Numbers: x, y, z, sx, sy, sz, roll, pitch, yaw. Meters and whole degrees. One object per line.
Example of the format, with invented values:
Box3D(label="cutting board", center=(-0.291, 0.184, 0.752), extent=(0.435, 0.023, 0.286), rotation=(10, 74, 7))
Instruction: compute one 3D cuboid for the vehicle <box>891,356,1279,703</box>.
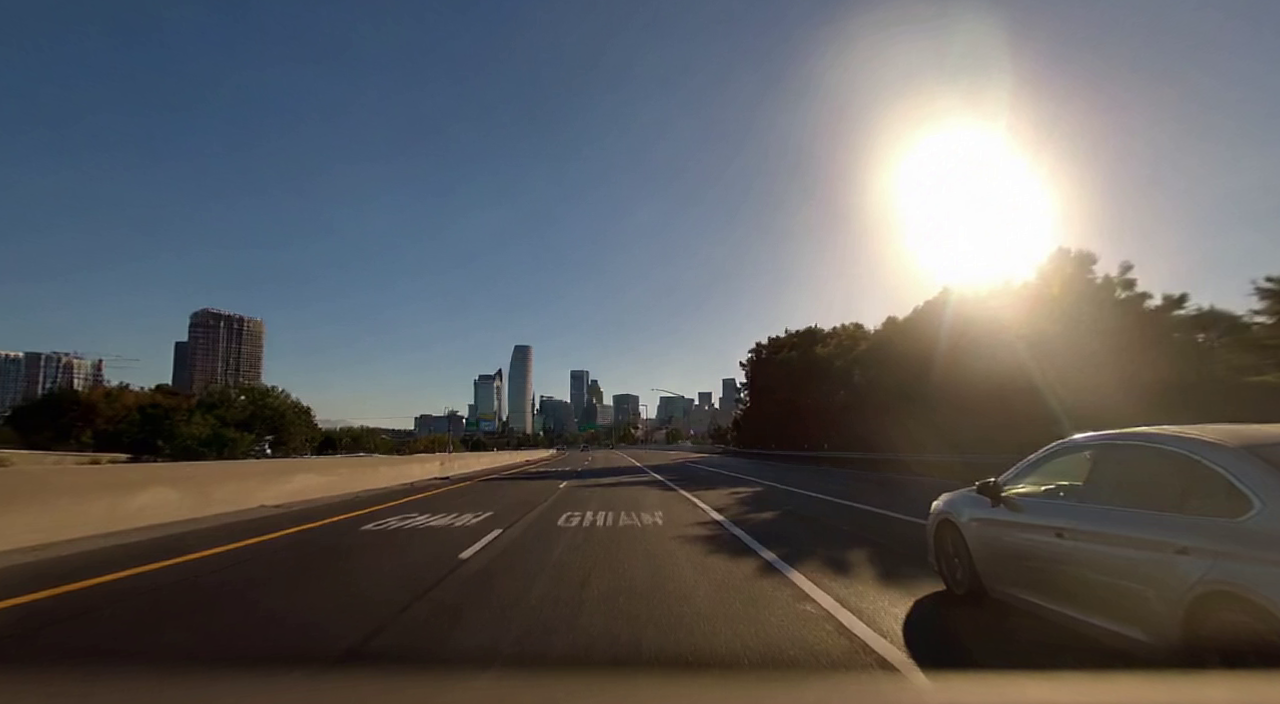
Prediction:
Box3D(label="vehicle", center=(3.427, 0.975, 3.465), extent=(2.104, 1.575, 4.698), rotation=(0, -9, -1))
